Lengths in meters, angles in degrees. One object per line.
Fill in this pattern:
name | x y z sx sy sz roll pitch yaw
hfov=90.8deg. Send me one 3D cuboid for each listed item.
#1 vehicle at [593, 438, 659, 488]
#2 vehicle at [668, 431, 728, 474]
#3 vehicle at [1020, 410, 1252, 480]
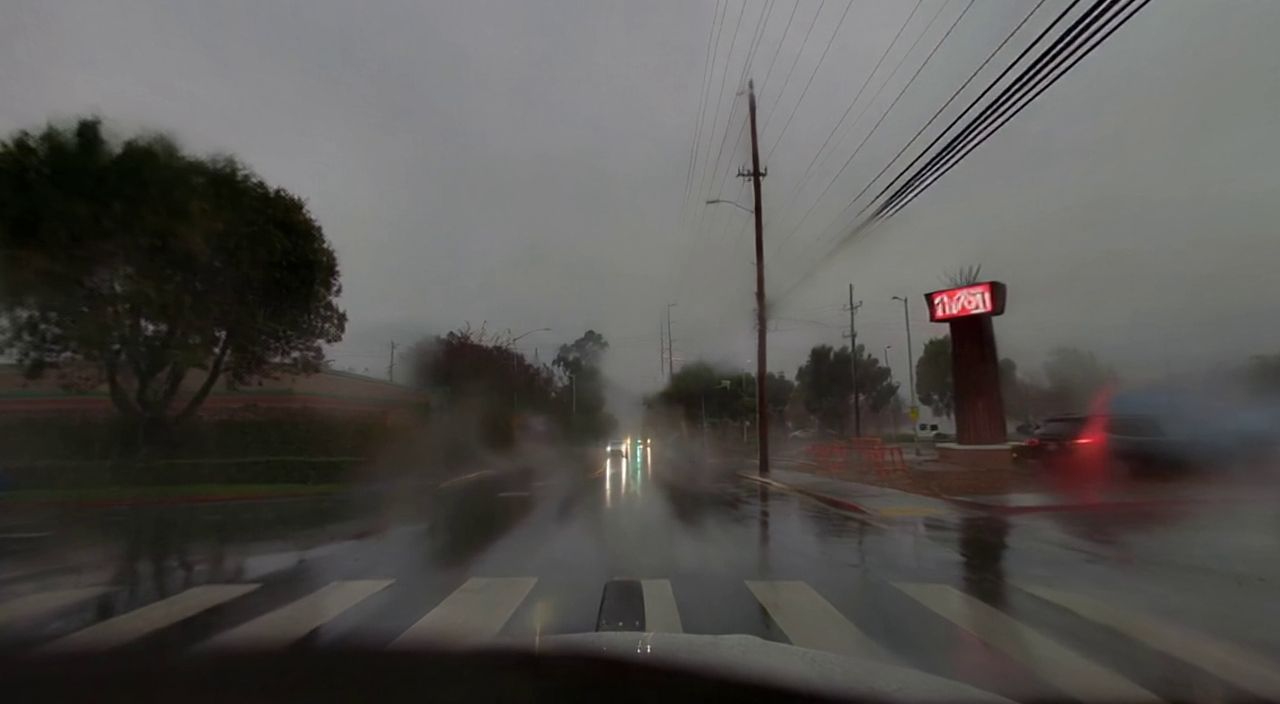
vehicle | -0.546 3.540 20.462 1.874 1.427 3.976 0 -8 -5
vehicle | 2.710 4.886 30.976 2.553 1.868 5.536 0 -8 2
vehicle | 13.343 2.537 17.269 4.518 1.764 2.014 -1 -9 2
